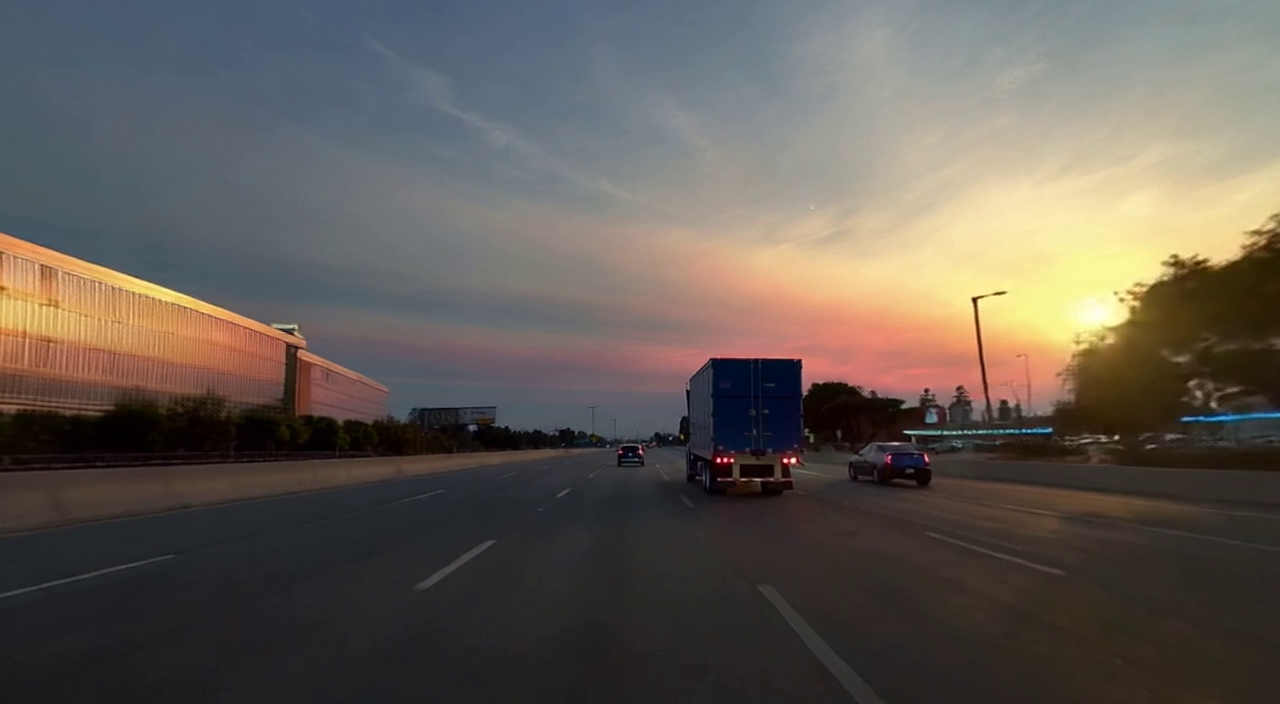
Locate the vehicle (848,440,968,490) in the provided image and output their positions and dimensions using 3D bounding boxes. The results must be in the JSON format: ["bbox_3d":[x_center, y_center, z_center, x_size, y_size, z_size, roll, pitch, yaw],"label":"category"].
[{"bbox_3d":[8.901,3.771,21.510,2.105,1.494,4.537,0,-8,0],"label":"vehicle"}]

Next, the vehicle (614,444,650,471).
[{"bbox_3d":[-0.461,5.969,36.035,1.929,1.395,3.999,0,-8,0],"label":"vehicle"}]

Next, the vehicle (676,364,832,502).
[{"bbox_3d":[3.056,2.747,20.807,2.934,3.325,10.986,0,-8,-1],"label":"vehicle"}]
